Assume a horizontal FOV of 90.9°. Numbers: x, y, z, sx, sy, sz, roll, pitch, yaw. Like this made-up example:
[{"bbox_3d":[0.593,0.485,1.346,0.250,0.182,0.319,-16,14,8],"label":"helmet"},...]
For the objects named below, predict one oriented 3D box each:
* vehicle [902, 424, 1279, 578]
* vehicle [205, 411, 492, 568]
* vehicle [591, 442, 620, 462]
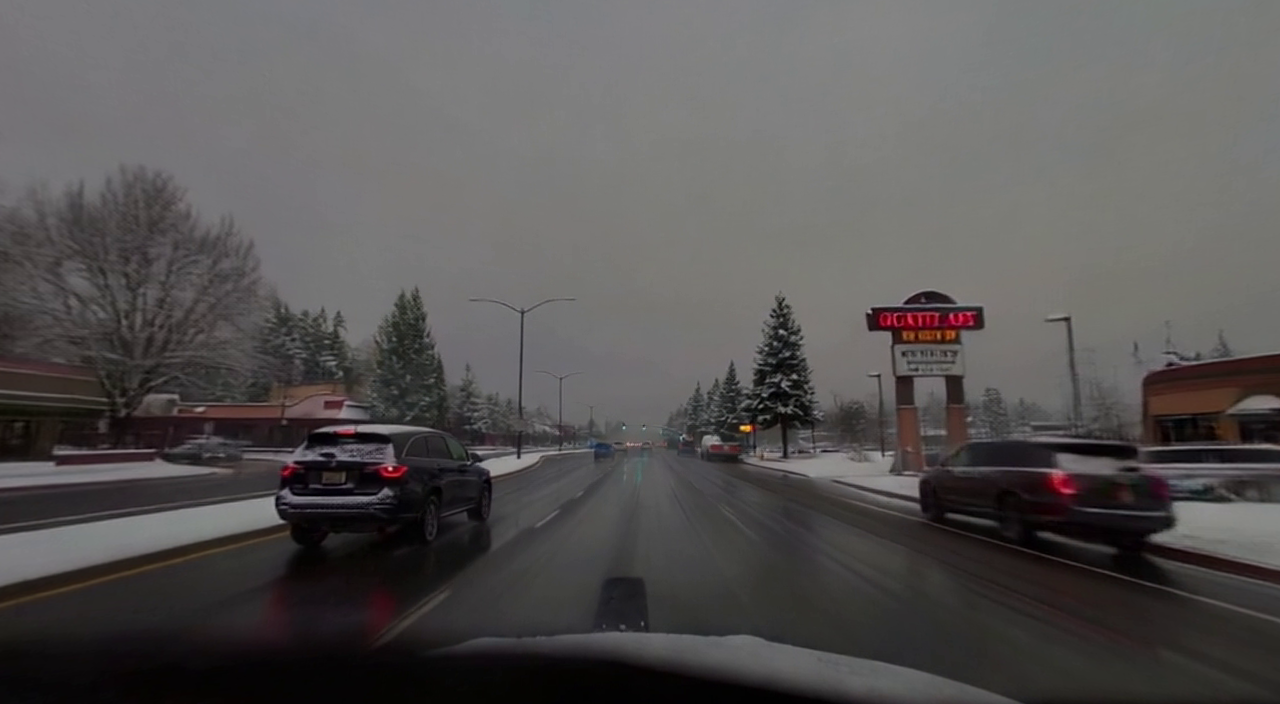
[{"bbox_3d":[6.764,2.197,10.491,2.335,1.790,5.991,0,-8,1],"label":"vehicle"},{"bbox_3d":[-3.526,1.732,8.641,1.983,1.635,3.957,0,-8,1],"label":"vehicle"},{"bbox_3d":[-2.655,7.817,49.467,2.005,1.446,4.265,0,-8,1],"label":"vehicle"}]
